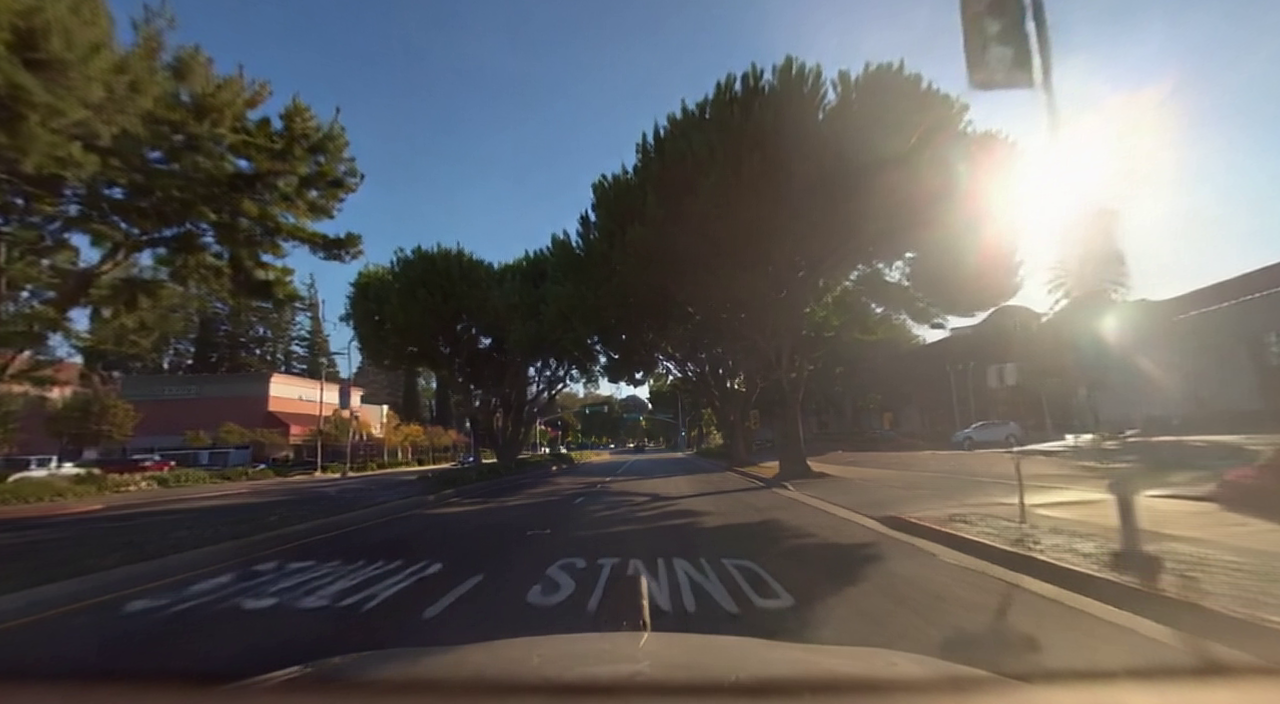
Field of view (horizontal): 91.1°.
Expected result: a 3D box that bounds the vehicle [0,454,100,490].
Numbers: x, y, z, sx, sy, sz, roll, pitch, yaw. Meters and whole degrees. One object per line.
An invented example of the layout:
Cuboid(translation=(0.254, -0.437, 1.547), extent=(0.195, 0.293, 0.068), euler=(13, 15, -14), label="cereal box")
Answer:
Cuboid(translation=(-27.890, 5.567, 29.193), extent=(3.664, 1.564, 2.023), euler=(0, -9, 1), label="vehicle")

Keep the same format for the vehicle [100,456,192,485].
Cuboid(translation=(-27.158, 6.498, 34.578), extent=(3.592, 1.501, 1.697), euler=(0, -9, 2), label="vehicle")
